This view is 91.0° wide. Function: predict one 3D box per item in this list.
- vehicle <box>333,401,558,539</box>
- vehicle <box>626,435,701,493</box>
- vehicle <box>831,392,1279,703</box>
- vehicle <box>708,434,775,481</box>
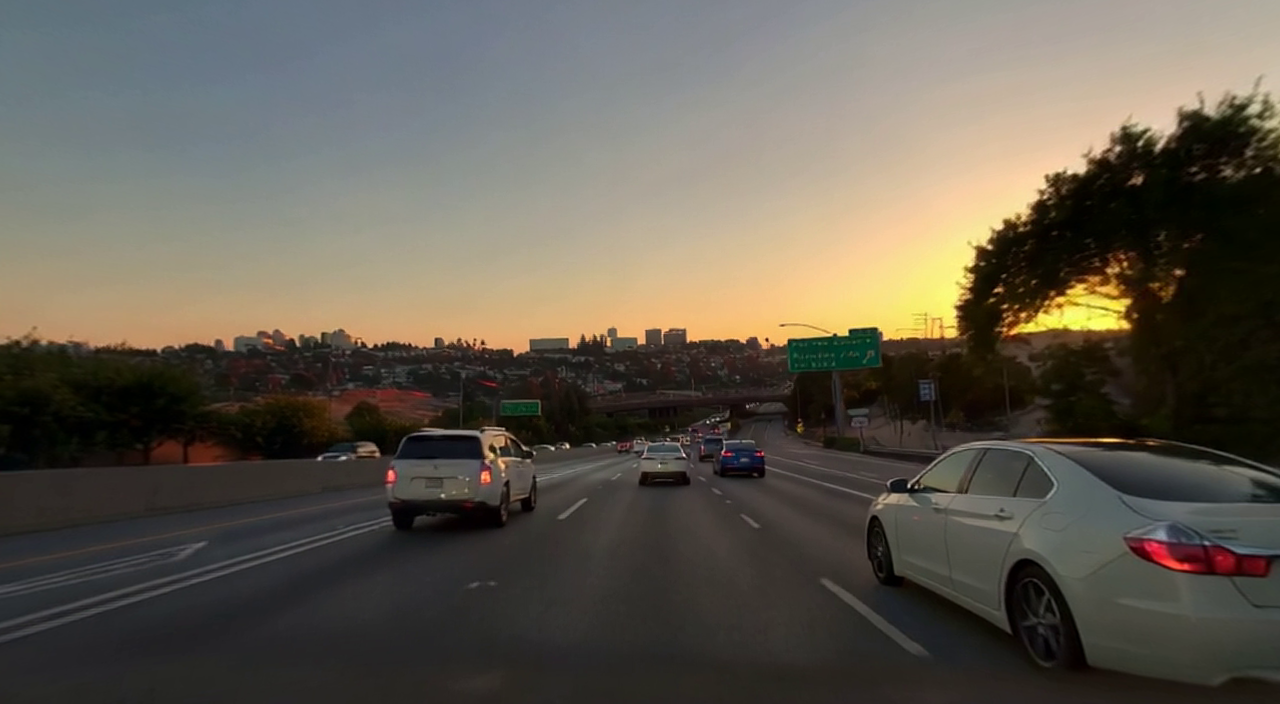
[{"bbox_3d":[-3.155,2.110,11.785,2.434,1.965,5.305,0,-9,1],"label":"vehicle"},{"bbox_3d":[0.697,3.433,19.563,2.074,1.614,3.803,0,-9,1],"label":"vehicle"},{"bbox_3d":[3.025,1.218,4.277,2.009,1.489,4.559,0,-9,0],"label":"vehicle"},{"bbox_3d":[3.905,4.167,25.004,2.076,1.684,4.241,0,-9,2],"label":"vehicle"}]
